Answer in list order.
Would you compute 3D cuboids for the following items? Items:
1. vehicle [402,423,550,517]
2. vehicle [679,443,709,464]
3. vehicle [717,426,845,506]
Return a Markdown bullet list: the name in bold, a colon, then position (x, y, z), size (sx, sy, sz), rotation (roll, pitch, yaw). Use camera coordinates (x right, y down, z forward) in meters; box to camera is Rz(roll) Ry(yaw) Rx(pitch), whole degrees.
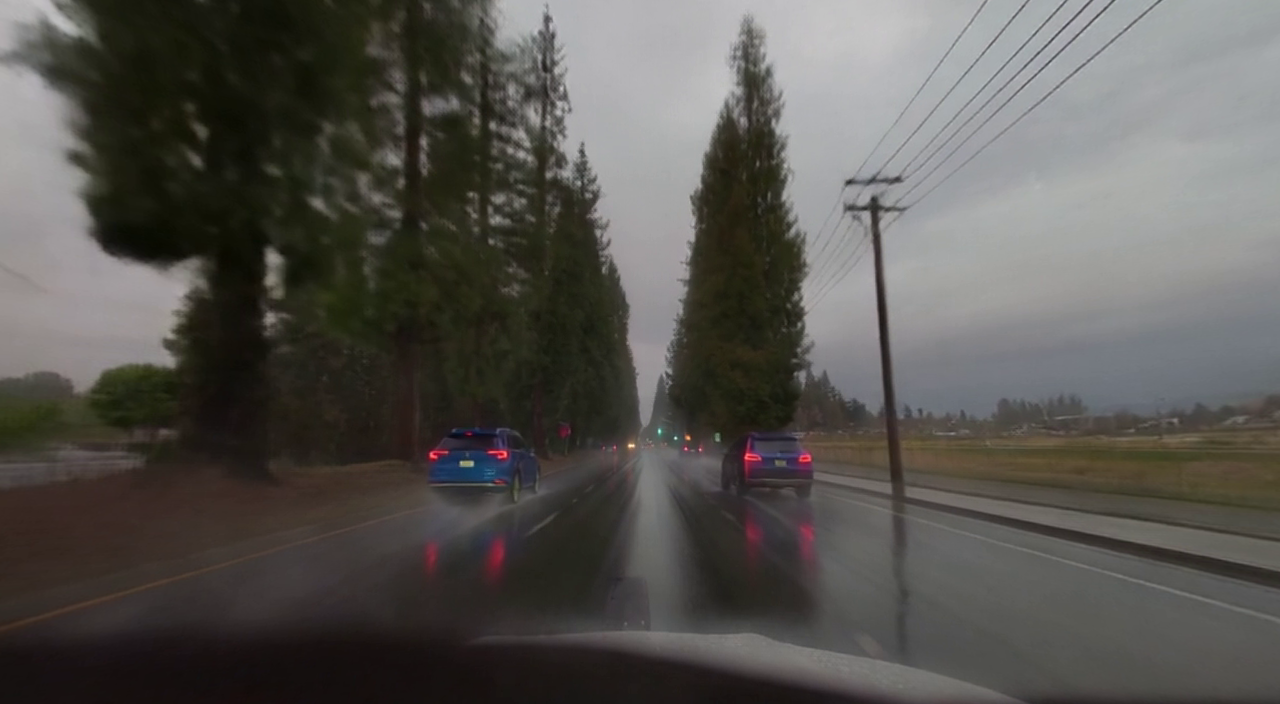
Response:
- **vehicle**: position (-3.490, 2.607, 14.445), size (2.104, 1.785, 4.494), rotation (0, -9, 1)
- **vehicle**: position (4.015, 7.654, 47.517), size (1.906, 1.468, 4.422), rotation (0, -9, 0)
- **vehicle**: position (3.396, 2.859, 16.227), size (2.182, 1.744, 4.464), rotation (0, -9, -1)
